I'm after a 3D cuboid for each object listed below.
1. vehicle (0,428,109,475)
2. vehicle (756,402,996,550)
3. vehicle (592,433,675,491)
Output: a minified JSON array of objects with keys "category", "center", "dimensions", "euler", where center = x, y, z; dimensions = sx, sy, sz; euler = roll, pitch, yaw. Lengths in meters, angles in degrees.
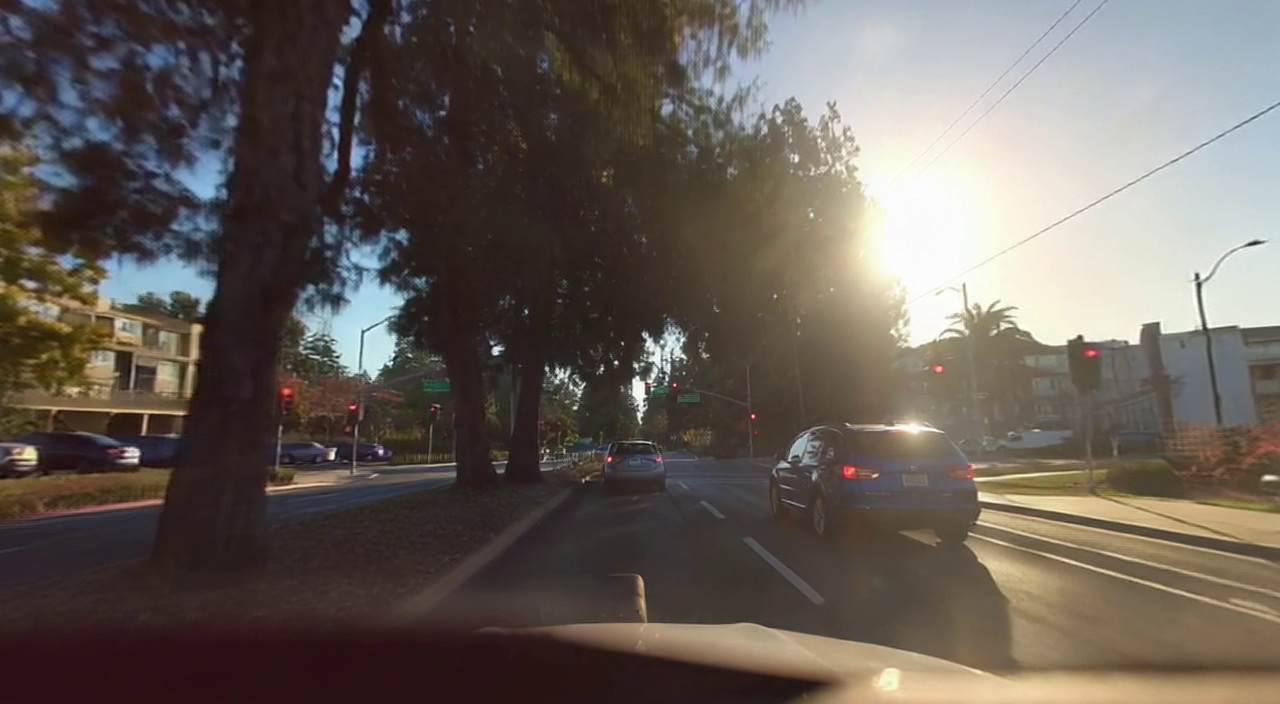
[{"category":"vehicle","center":[-28.972,4.734,30.019],"dimensions":[5.335,2.076,2.209],"euler":[3,-10,-33]},{"category":"vehicle","center":[3.240,1.818,9.835],"dimensions":[2.046,1.768,4.370],"euler":[0,-9,0]},{"category":"vehicle","center":[-0.186,3.261,19.076],"dimensions":[2.177,1.512,4.682],"euler":[0,-9,0]}]
